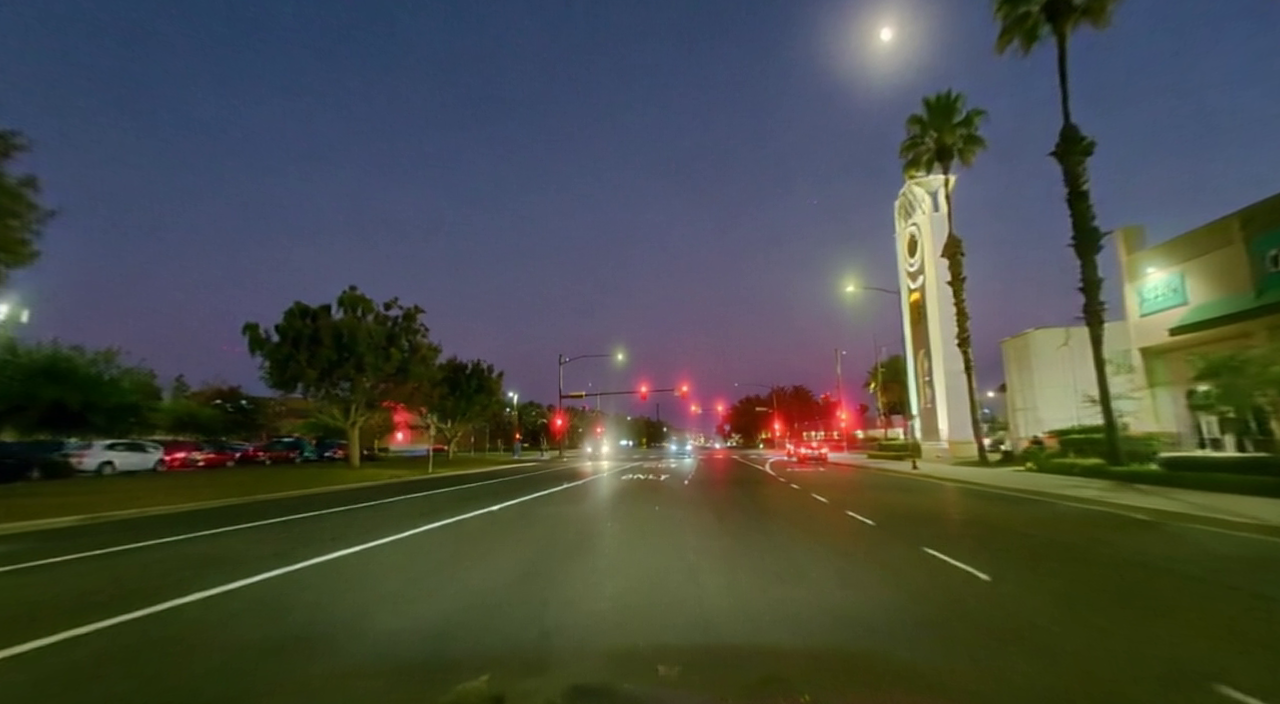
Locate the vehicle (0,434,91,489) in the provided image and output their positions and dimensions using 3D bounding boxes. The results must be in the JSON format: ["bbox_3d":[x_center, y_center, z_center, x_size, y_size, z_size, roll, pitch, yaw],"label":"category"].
[{"bbox_3d":[-22.474,3.858,22.178,4.407,1.736,2.023,-2,-6,3],"label":"vehicle"}]
